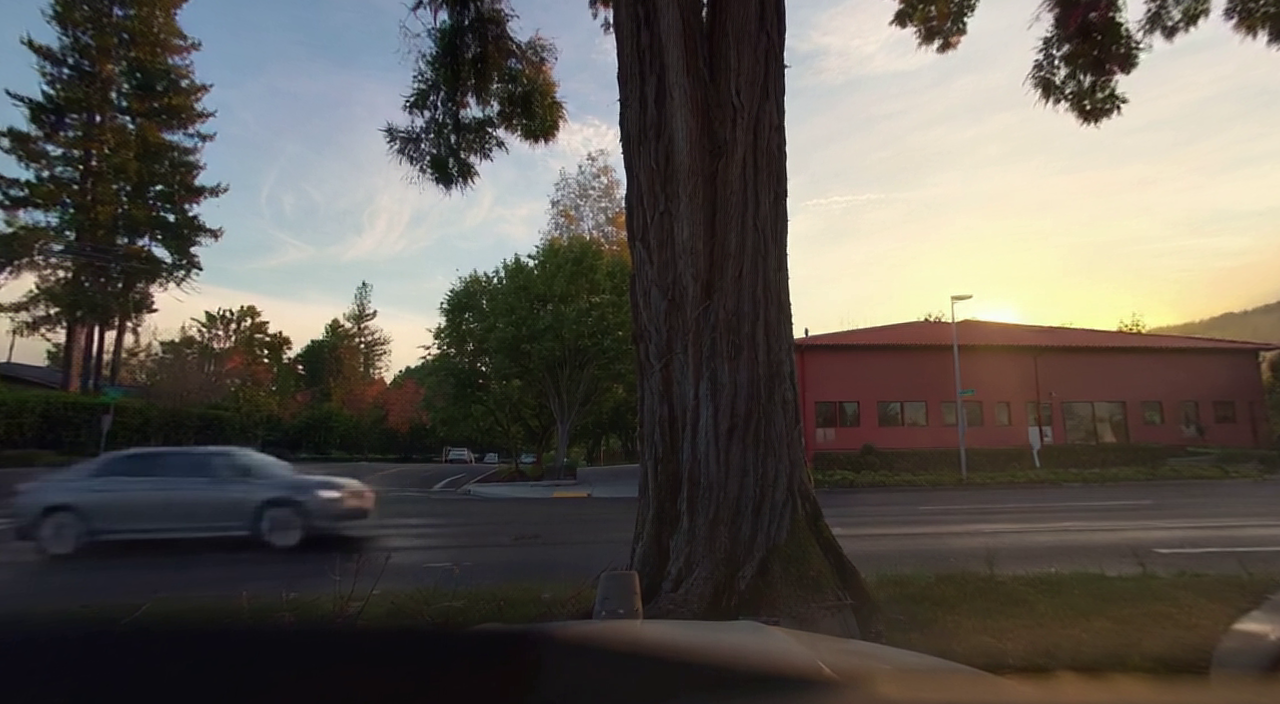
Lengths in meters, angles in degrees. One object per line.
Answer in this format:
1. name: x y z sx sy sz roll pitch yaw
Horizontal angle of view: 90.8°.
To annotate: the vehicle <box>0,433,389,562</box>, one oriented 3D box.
1. vehicle: -6.012 1.860 8.533 4.426 1.451 2.124 1 -9 -7
